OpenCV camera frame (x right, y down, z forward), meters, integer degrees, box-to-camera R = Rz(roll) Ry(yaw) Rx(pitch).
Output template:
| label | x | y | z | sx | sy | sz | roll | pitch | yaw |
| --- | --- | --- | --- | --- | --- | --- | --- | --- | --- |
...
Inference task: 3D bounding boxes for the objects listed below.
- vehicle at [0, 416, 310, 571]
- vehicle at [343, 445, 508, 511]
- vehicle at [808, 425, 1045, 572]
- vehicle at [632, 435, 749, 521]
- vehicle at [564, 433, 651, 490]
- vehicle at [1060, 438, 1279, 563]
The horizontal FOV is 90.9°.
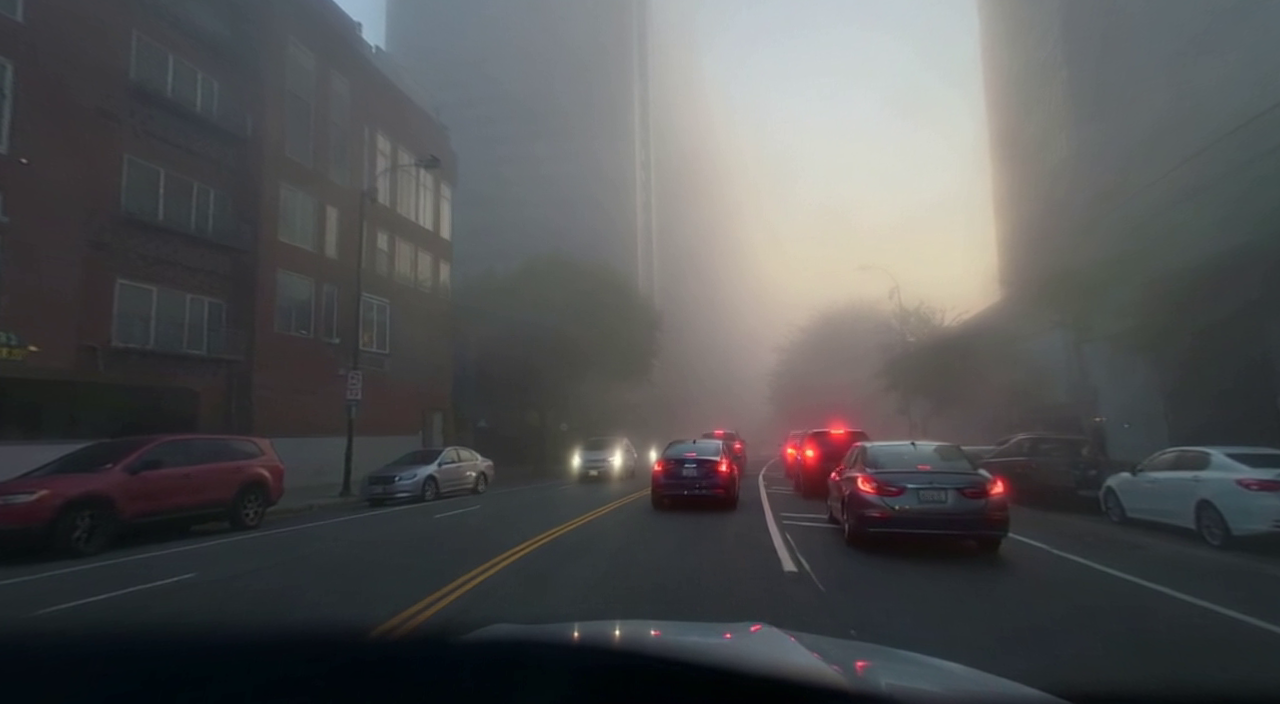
| label | x | y | z | sx | sy | sz | roll | pitch | yaw |
| --- | --- | --- | --- | --- | --- | --- | --- | --- | --- |
| vehicle | -7.671 | 2.096 | 9.895 | 1.934 | 1.770 | 4.546 | -9 | -9 | 10 |
| vehicle | -5.483 | 3.242 | 16.843 | 1.928 | 1.503 | 4.322 | -3 | -9 | 17 |
| vehicle | 3.585 | 1.855 | 8.826 | 1.982 | 1.510 | 4.144 | -2 | -8 | 10 |
| vehicle | 1.168 | 2.469 | 12.905 | 2.031 | 1.461 | 3.763 | -1 | -8 | 9 |
| vehicle | -0.996 | 3.731 | 21.807 | 2.030 | 1.730 | 4.453 | -2 | -9 | 10 |
| vehicle | 8.828 | 2.123 | 9.880 | 1.901 | 1.500 | 4.729 | -1 | -8 | 10 |
